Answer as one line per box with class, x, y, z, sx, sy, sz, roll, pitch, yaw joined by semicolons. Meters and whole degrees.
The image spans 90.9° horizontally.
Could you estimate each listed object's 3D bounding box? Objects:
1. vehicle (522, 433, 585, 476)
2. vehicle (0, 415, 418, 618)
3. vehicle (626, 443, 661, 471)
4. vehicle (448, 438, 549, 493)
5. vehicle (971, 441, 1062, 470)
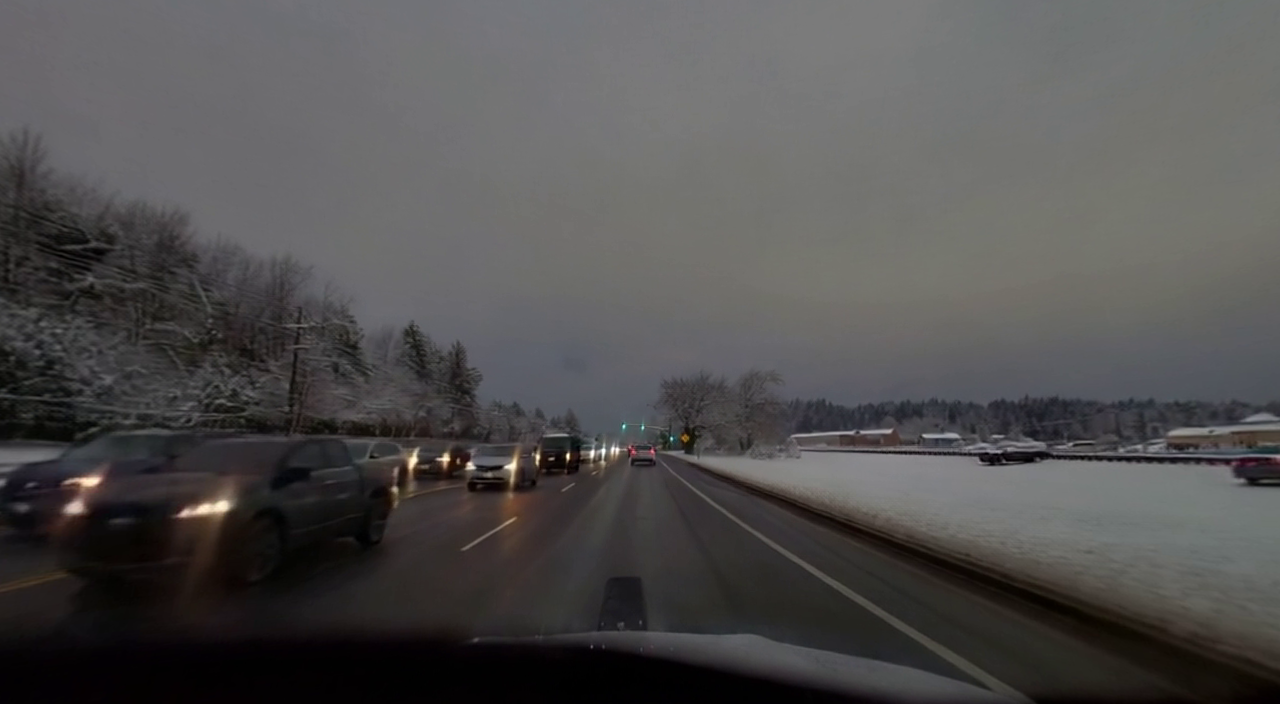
vehicle;-3.796;4.641;28.692;2.130;1.749;4.904;0;-8;1
vehicle;-4.198;1.553;6.918;1.871;1.502;4.240;0;-8;2
vehicle;0.195;5.935;35.783;1.875;1.453;3.888;0;-8;0
vehicle;-4.145;3.397;19.256;1.975;1.447;4.356;0;-8;2
vehicle;27.520;7.565;46.178;5.193;1.955;2.249;0;-7;0
